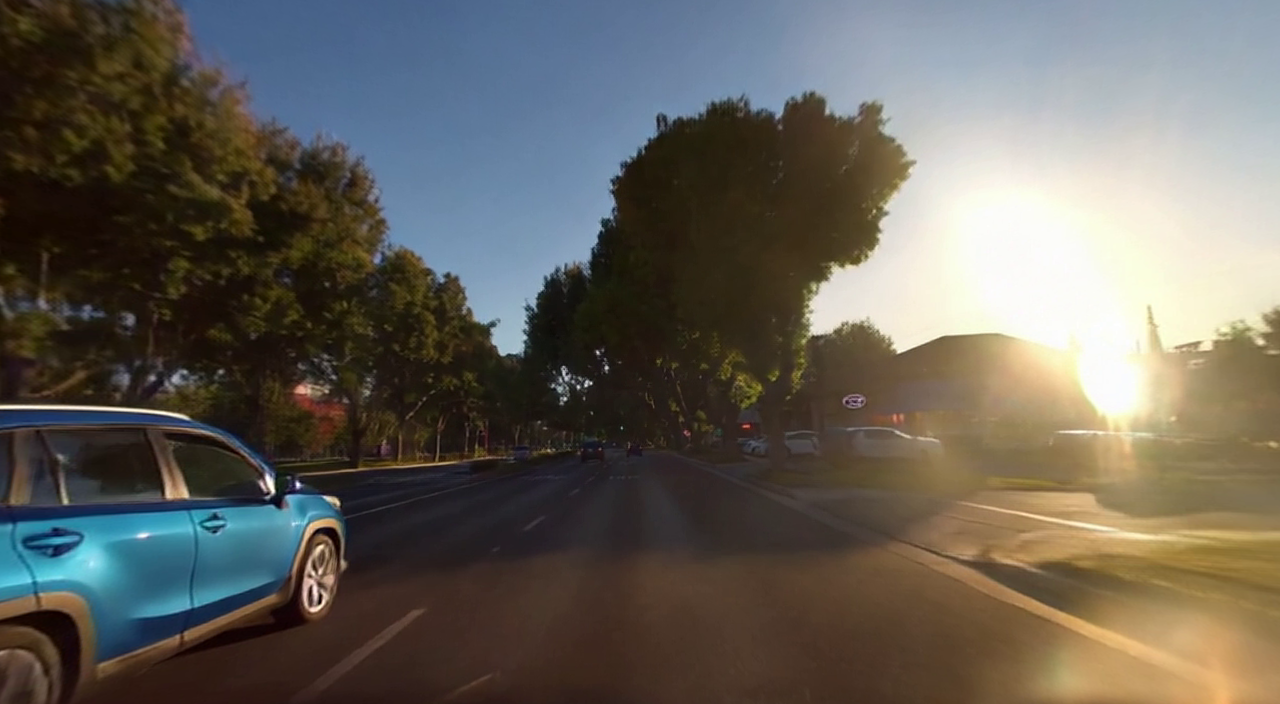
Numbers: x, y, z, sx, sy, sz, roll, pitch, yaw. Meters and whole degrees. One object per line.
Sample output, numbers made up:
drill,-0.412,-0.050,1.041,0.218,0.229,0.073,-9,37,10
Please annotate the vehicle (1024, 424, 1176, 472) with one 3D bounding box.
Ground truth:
vehicle,15.721,3.311,21.933,2.177,1.397,4.511,-3,-8,6

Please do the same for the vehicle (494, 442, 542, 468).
vehicle,-7.412,6.303,38.806,1.990,1.483,4.410,0,-8,1

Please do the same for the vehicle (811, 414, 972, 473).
vehicle,8.790,3.280,22.577,5.031,1.951,2.184,-2,-9,15

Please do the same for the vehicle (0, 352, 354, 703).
vehicle,-3.368,0.934,2.914,2.127,1.654,4.121,0,-8,0
